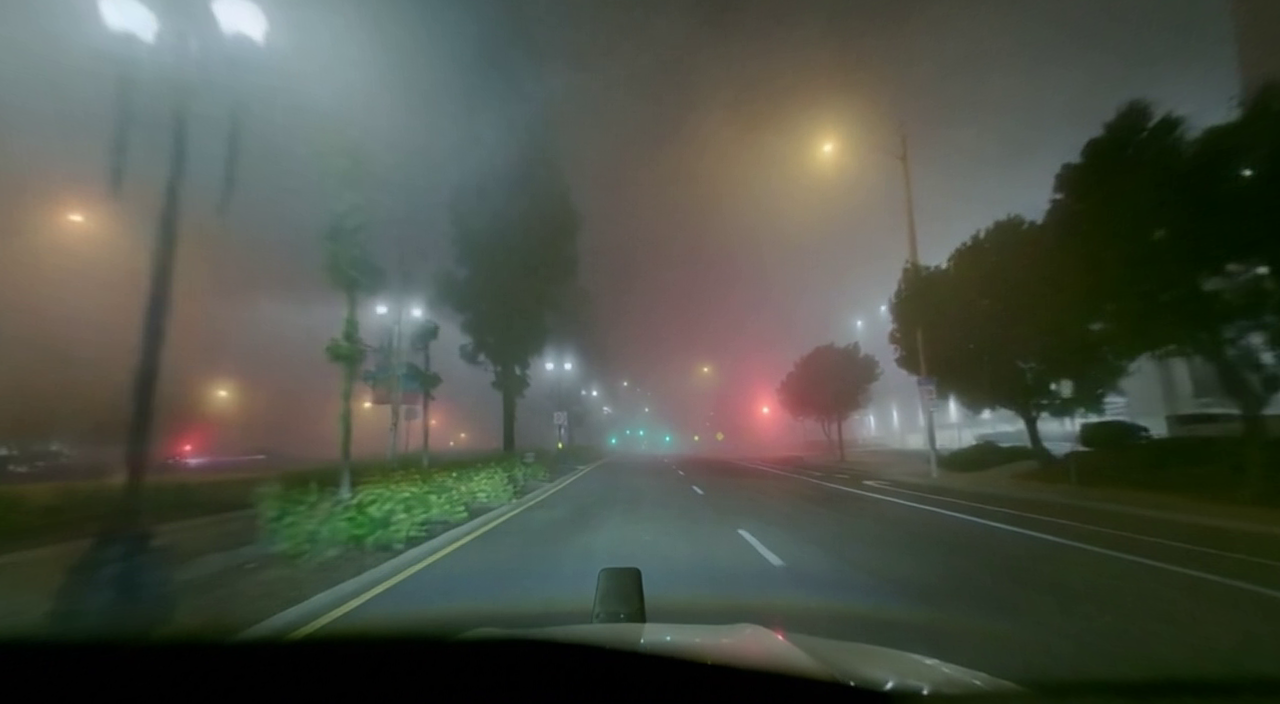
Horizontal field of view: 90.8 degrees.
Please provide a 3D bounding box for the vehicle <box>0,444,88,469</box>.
[{"bbox_3d":[-38.611,6.771,41.085,1.913,1.545,4.055,1,-8,-4],"label":"vehicle"}]
